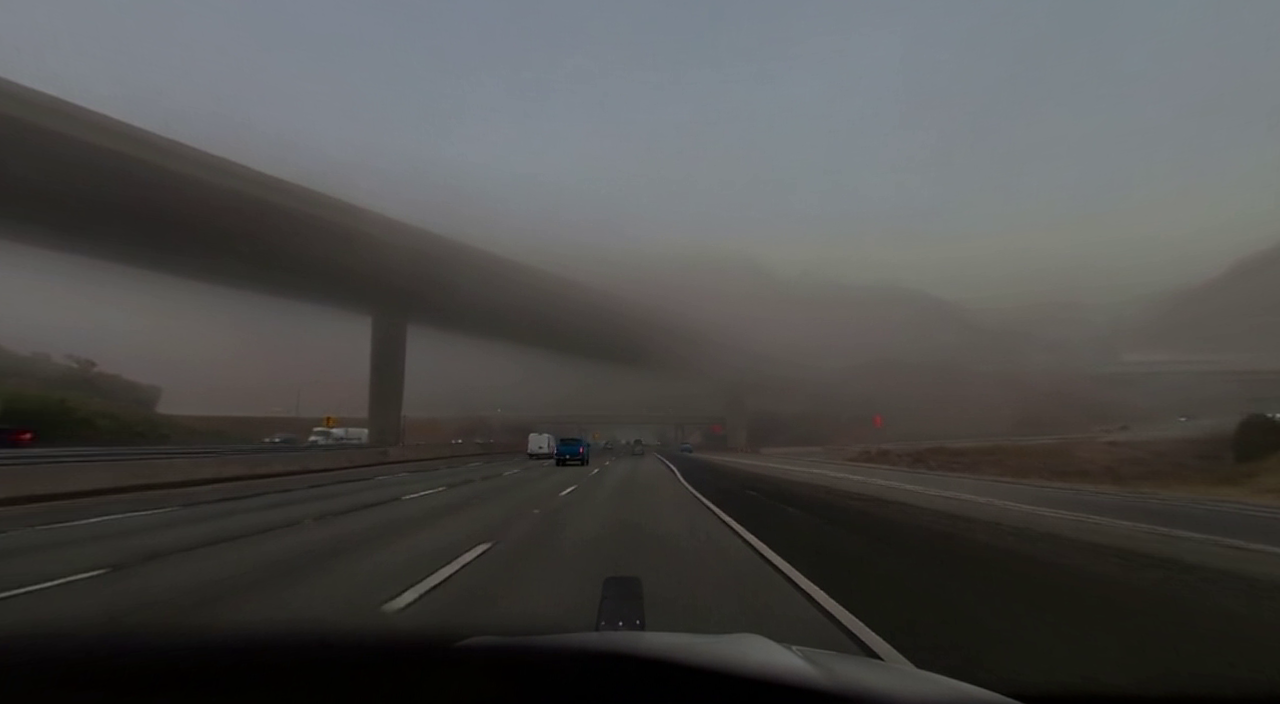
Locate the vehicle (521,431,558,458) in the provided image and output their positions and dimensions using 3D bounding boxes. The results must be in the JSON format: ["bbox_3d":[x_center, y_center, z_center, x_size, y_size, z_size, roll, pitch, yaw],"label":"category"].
[{"bbox_3d":[-7.779,7.258,49.237,2.132,1.984,4.639,0,-9,0],"label":"vehicle"}]

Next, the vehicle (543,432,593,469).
[{"bbox_3d":[-3.864,5.416,34.746,2.144,1.847,4.850,0,-8,1],"label":"vehicle"}]
